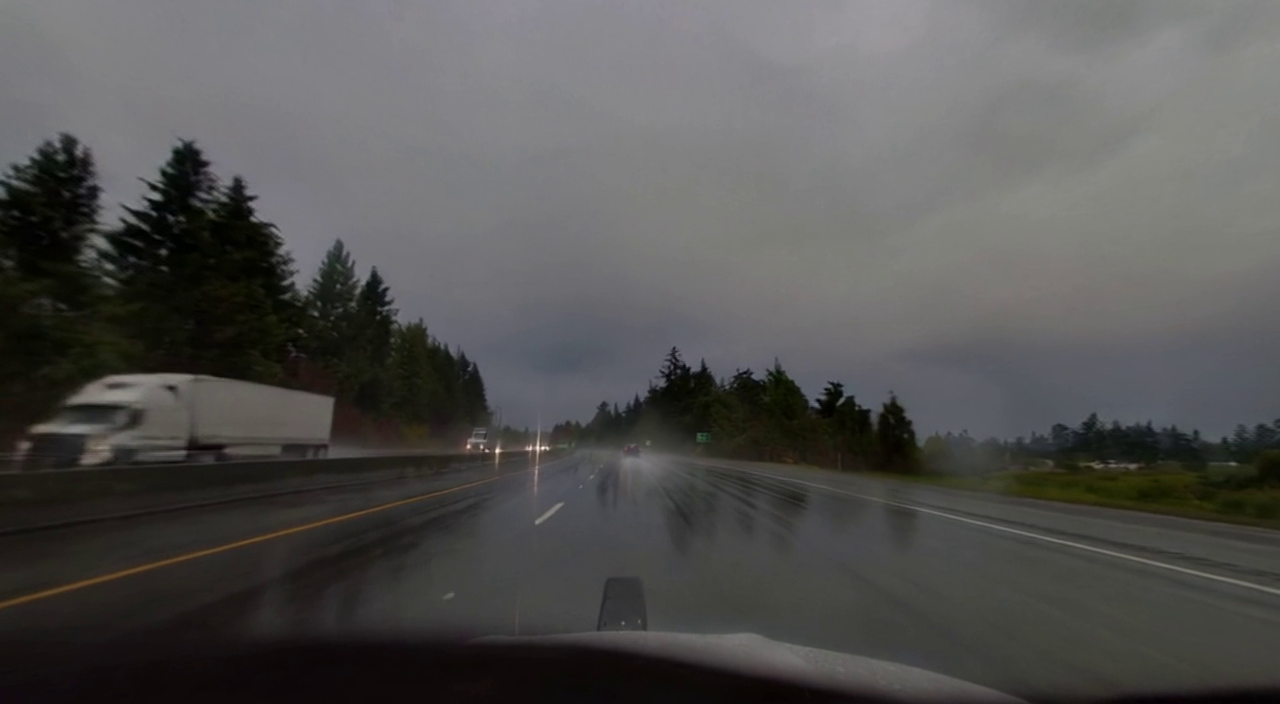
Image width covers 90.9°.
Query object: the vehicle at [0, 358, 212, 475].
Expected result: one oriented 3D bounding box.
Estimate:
[{"bbox_3d":[-20.356,2.639,24.528,2.957,3.978,6.241,0,-9,-2],"label":"vehicle"}]
